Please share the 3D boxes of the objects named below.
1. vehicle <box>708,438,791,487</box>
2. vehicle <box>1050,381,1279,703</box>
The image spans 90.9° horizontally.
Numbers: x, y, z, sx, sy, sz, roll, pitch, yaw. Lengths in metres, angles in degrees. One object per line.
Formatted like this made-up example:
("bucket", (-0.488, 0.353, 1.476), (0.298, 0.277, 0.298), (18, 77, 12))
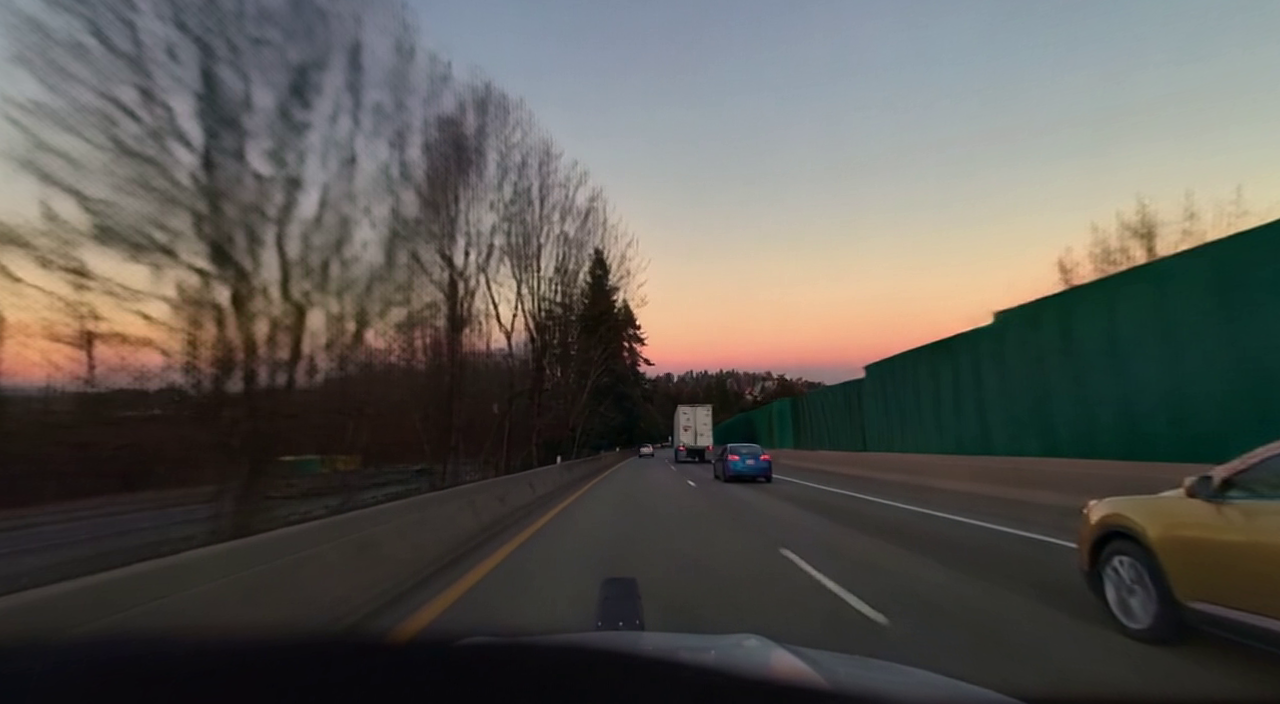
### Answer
("vehicle", (3.649, 3.762, 21.851), (2.000, 1.473, 4.440), (0, -8, -2))
("vehicle", (3.984, 0.849, 2.477), (1.940, 1.539, 4.005), (0, -8, -2))
